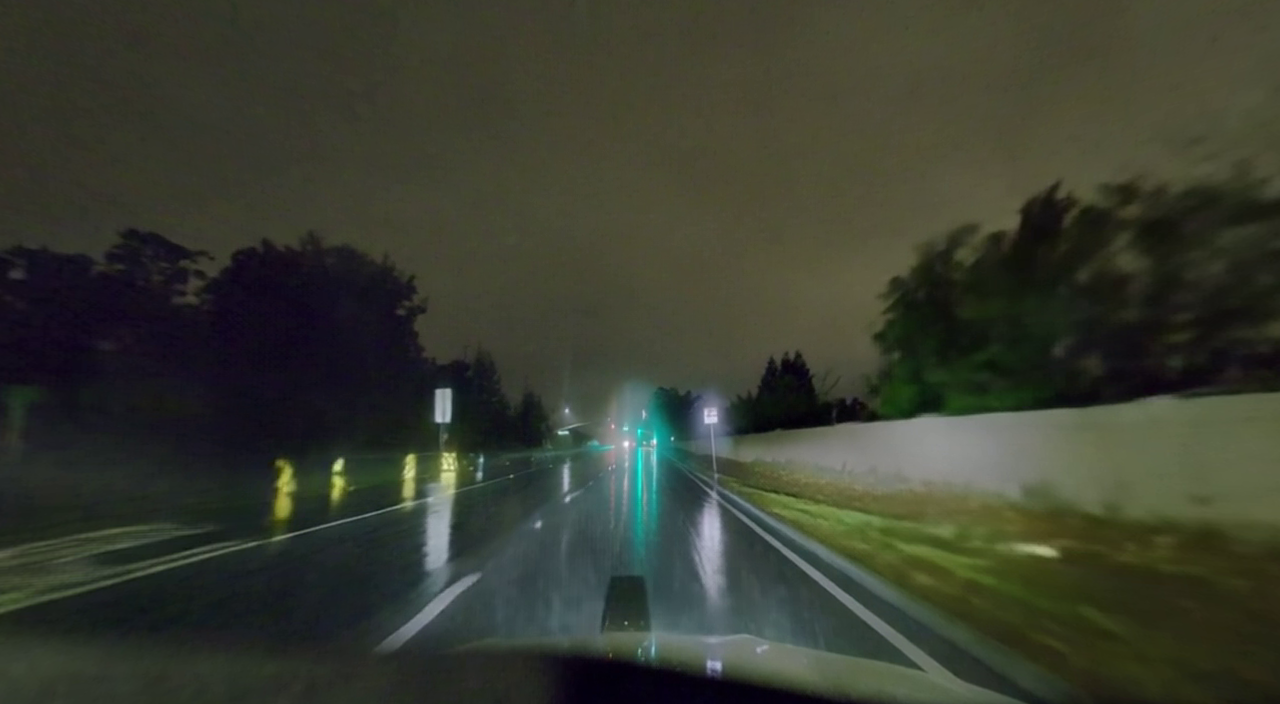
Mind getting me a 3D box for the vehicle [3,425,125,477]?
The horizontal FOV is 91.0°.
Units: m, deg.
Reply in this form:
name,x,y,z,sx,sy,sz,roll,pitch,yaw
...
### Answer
name,x,y,z,sx,sy,sz,roll,pitch,yaw
vehicle,-43.368,7.460,47.695,2.985,3.593,6.643,1,-8,-3
